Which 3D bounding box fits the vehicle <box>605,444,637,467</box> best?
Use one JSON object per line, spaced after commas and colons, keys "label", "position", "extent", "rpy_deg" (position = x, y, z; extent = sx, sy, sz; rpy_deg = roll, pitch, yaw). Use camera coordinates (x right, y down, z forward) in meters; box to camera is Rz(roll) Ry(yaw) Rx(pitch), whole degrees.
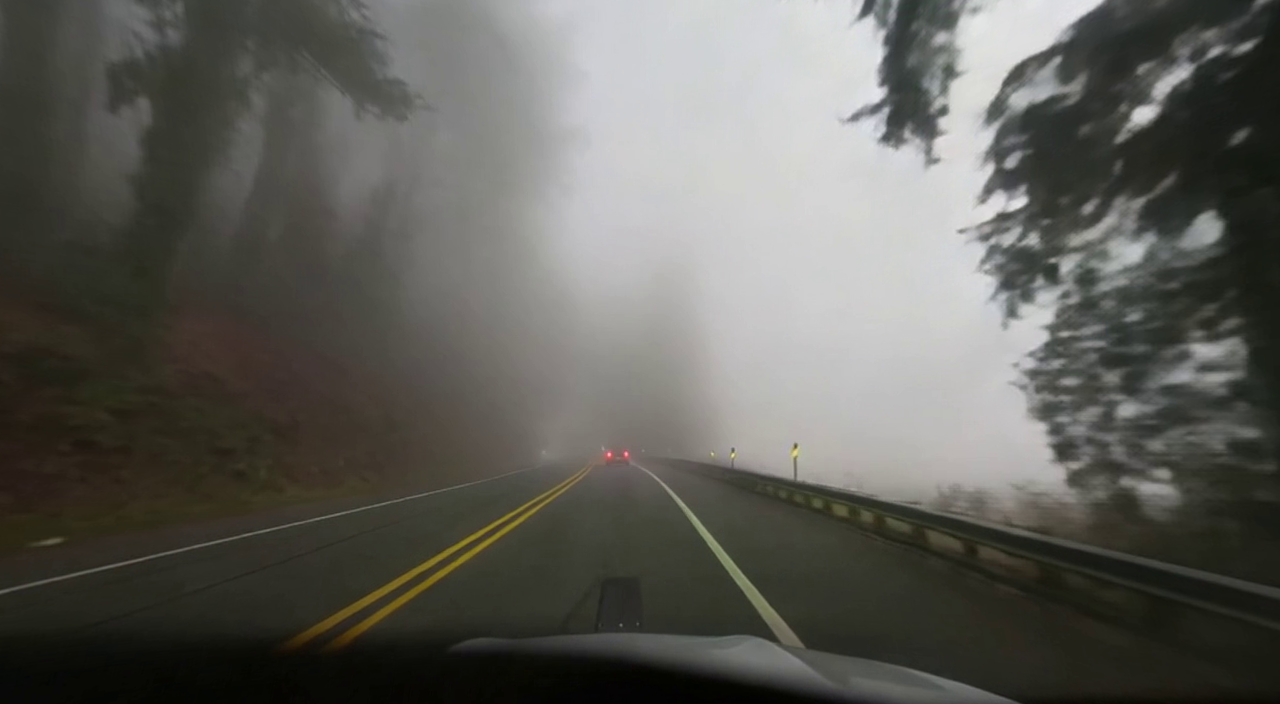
{"label": "vehicle", "position": [-1.269, 6.845, 41.916], "extent": [2.042, 1.489, 3.963], "rpy_deg": [1, -9, -2]}
